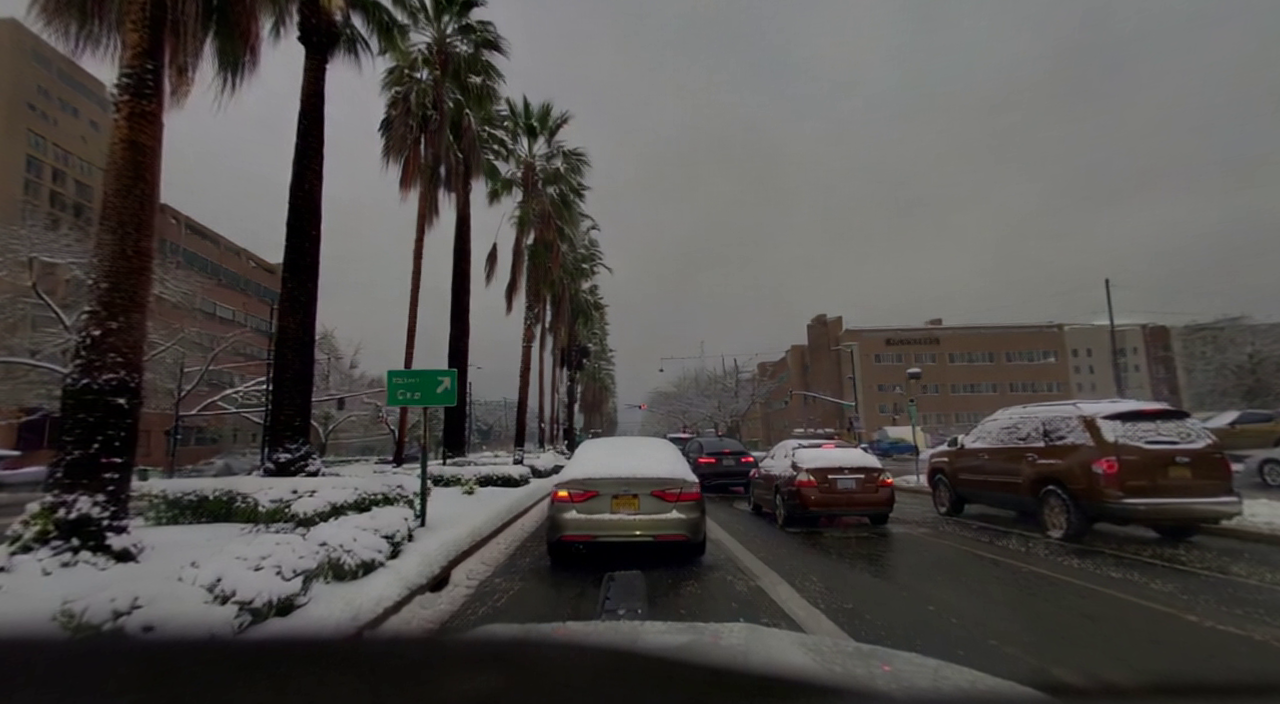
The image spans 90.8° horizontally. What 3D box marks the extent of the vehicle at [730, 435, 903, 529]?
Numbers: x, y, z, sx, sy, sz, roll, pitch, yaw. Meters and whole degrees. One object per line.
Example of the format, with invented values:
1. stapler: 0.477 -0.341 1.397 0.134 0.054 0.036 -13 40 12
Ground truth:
1. vehicle: 3.092 2.370 12.181 1.925 1.451 4.436 0 -8 -2

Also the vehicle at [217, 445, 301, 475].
1. vehicle: -24.004 6.783 40.066 2.055 1.759 5.200 0 -8 0

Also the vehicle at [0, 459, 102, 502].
1. vehicle: -23.638 4.861 24.151 1.972 1.425 4.765 0 -8 0

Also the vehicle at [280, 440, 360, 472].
1. vehicle: -20.607 6.698 40.994 2.306 1.880 5.537 0 -8 -1

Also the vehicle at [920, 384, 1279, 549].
1. vehicle: 7.205 1.861 10.845 2.254 2.072 5.577 0 -8 0

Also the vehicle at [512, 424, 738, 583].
1. vehicle: -0.159 1.747 8.070 2.158 1.498 3.919 0 -8 0
